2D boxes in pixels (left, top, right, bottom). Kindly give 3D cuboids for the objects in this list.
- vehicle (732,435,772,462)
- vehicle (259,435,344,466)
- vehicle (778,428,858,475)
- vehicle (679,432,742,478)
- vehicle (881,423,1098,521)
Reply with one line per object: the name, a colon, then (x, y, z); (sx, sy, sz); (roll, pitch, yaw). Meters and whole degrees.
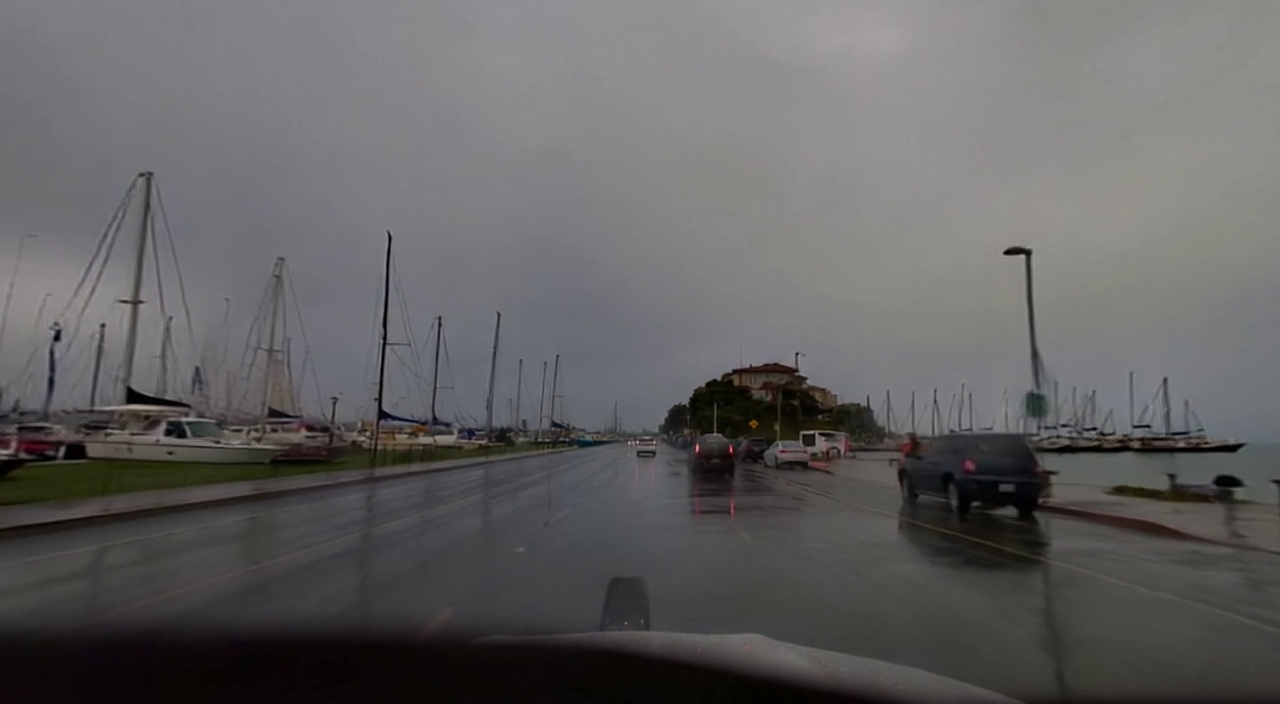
vehicle: (8.027, 6.986, 45.702); (1.969, 1.852, 4.513); (0, -8, -1)
vehicle: (-17.953, 5.254, 33.724); (1.840, 1.522, 4.695); (-1, -8, 2)
vehicle: (7.992, 4.517, 28.836); (2.056, 1.896, 5.062); (0, -8, -1)
vehicle: (2.690, 4.055, 25.032); (2.047, 1.640, 4.051); (0, -8, 0)
vehicle: (7.253, 2.527, 13.850); (2.029, 1.750, 4.825); (0, -8, 1)
